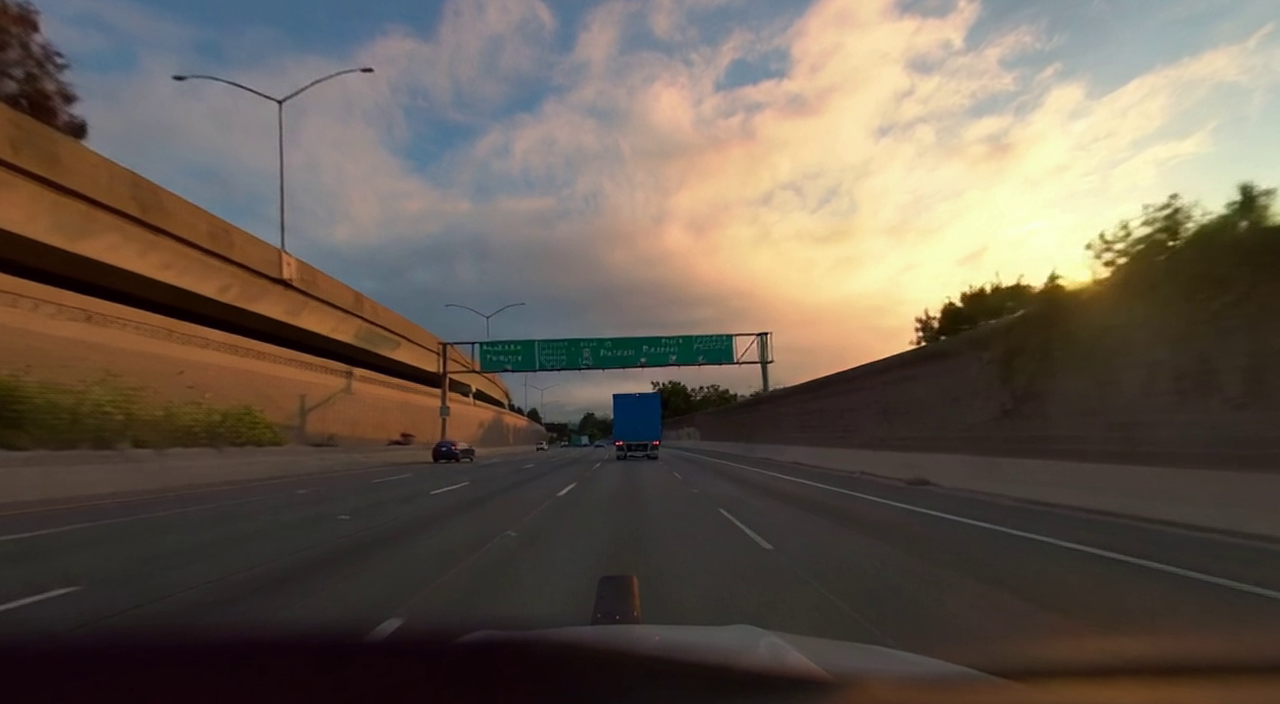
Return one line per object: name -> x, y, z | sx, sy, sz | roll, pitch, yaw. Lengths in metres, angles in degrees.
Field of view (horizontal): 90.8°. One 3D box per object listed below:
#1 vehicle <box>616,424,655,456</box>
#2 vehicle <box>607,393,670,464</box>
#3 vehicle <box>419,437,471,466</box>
vehicle -> -0.320, 4.984, 35.744 | 2.052, 1.666, 4.358 | 0, -8, -3
vehicle -> -0.377, 4.873, 38.983 | 3.233, 3.678, 11.032 | 0, -9, -4
vehicle -> -11.778, 6.033, 38.479 | 1.919, 1.625, 4.183 | 0, -8, -1
